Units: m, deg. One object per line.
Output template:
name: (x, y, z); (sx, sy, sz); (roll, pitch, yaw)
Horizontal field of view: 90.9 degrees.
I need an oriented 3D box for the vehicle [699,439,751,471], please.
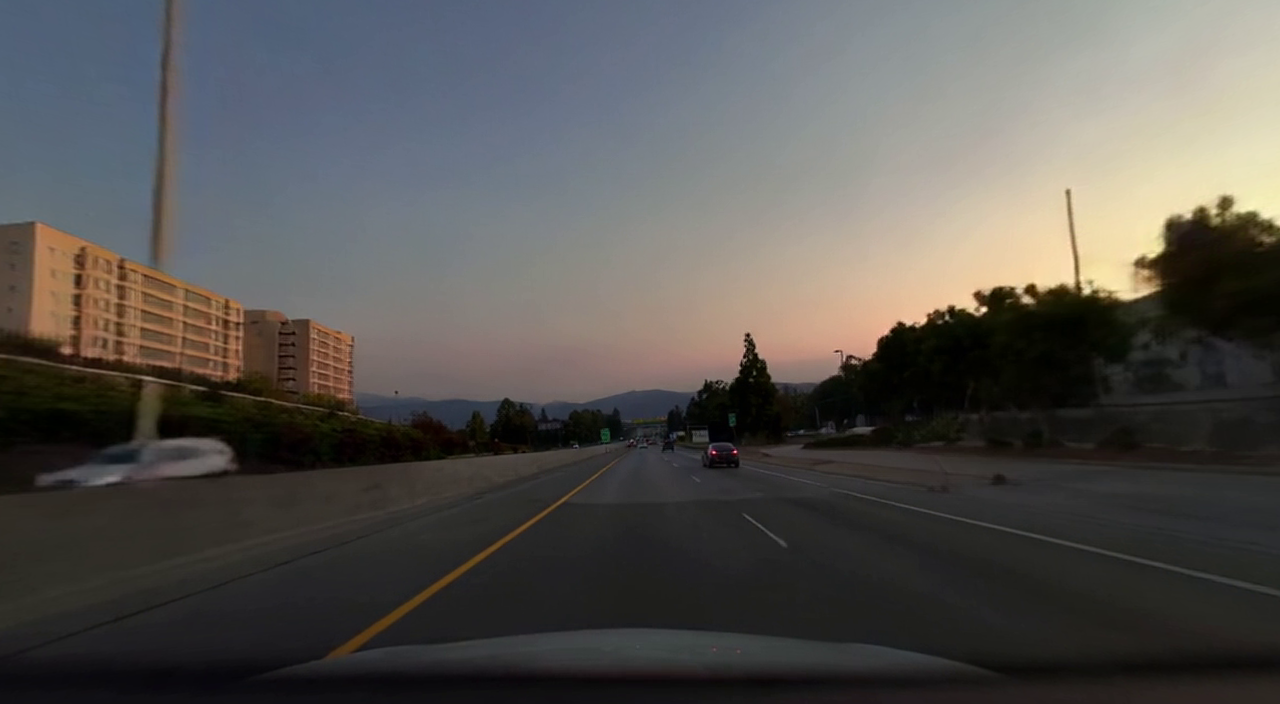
vehicle: (4.332, 5.319, 32.753); (2.042, 1.518, 4.477); (0, -8, 0)
